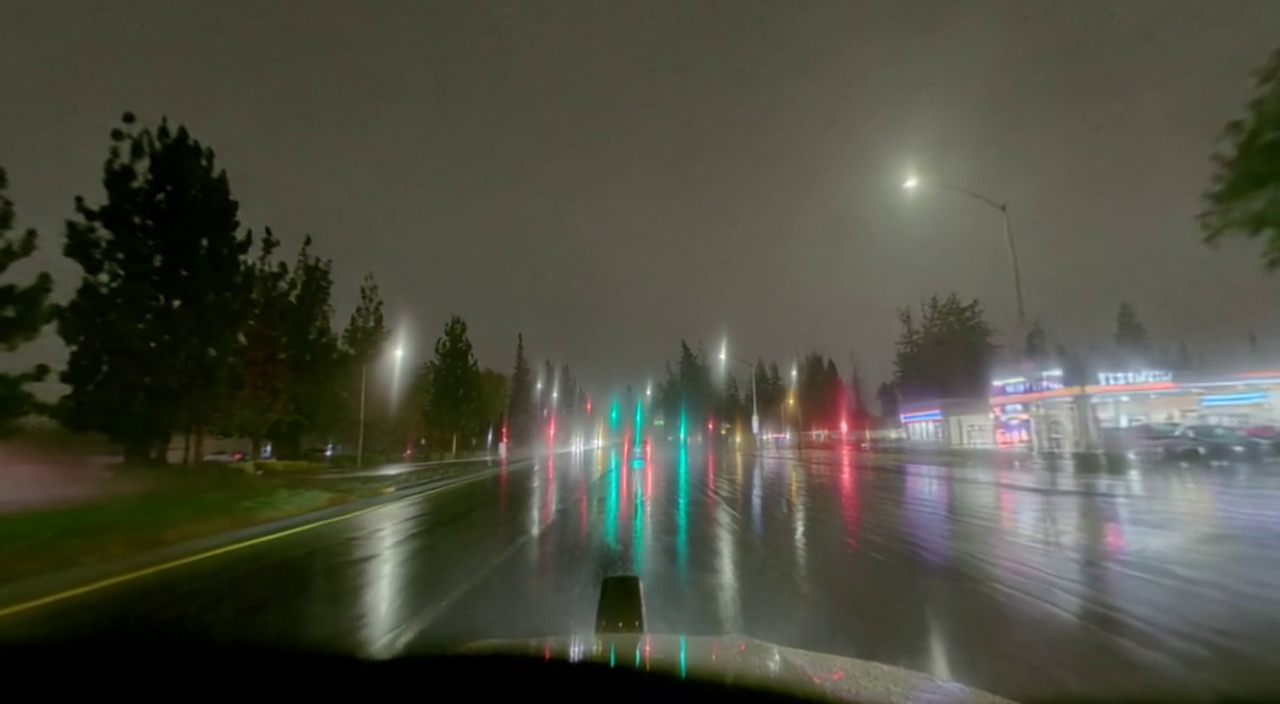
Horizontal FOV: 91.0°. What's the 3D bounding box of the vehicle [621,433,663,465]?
[{"bbox_3d":[0.091,5.524,35.864,2.213,1.715,4.242,0,-8,0],"label":"vehicle"}]
